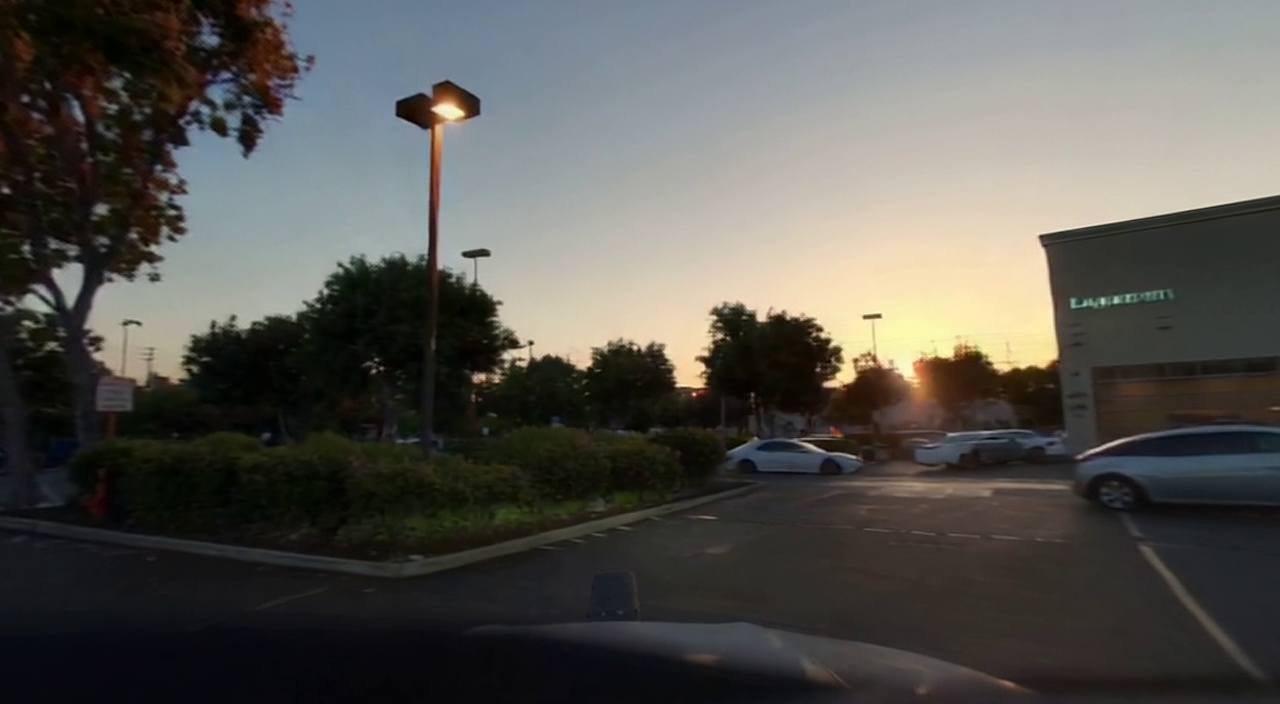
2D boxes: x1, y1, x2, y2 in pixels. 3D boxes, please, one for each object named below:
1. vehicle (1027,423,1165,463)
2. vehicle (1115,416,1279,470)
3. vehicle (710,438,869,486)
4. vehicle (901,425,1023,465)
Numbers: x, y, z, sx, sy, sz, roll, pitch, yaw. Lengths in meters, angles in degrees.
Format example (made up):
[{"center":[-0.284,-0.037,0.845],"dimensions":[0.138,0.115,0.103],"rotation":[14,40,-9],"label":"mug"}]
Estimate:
[{"center":[20.199,4.077,28.274],"dimensions":[4.666,1.634,1.816],"rotation":[-4,-11,25],"label":"vehicle"},{"center":[17.984,2.911,20.217],"dimensions":[4.030,1.556,2.057],"rotation":[-5,-9,27],"label":"vehicle"},{"center":[4.939,3.620,21.080],"dimensions":[4.772,1.441,1.976],"rotation":[-5,-9,27],"label":"vehicle"},{"center":[15.450,4.511,30.538],"dimensions":[4.939,1.664,2.055],"rotation":[-6,-6,26],"label":"vehicle"}]
